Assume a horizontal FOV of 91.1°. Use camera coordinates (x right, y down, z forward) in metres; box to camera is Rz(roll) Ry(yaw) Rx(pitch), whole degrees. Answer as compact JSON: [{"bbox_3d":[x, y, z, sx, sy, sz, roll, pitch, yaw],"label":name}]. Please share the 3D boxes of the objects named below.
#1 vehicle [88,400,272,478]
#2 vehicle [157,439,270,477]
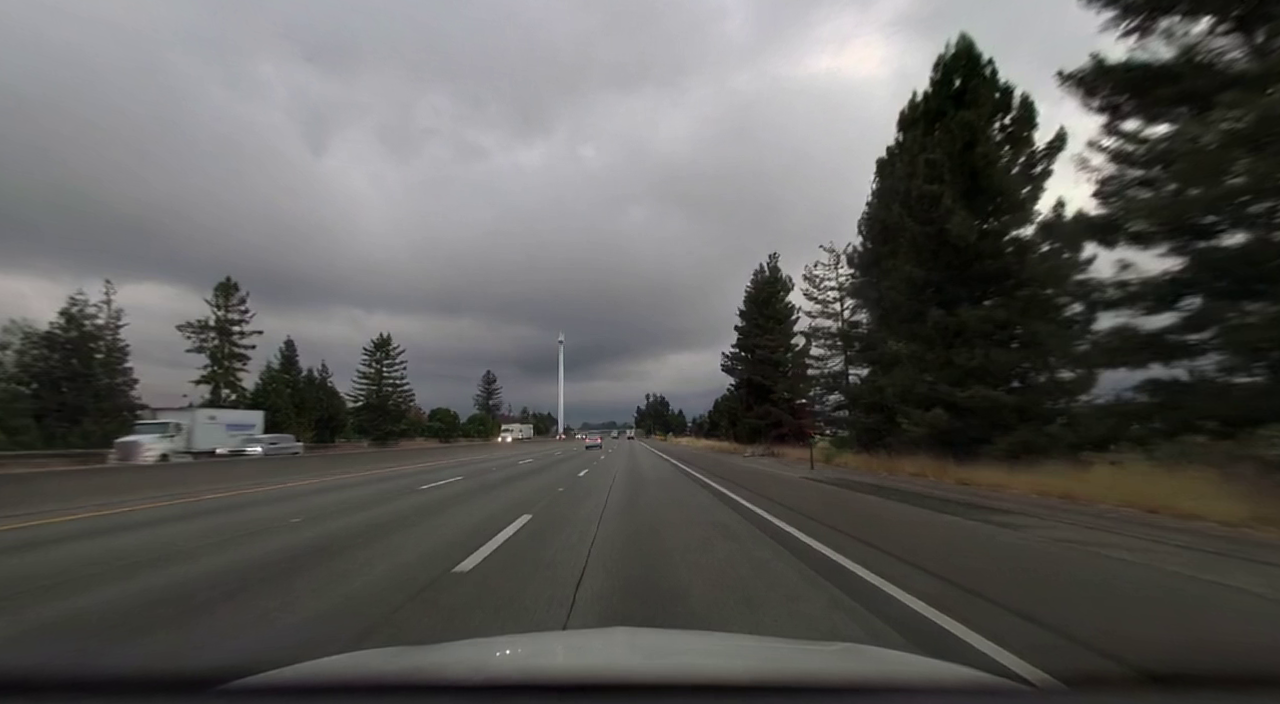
[{"bbox_3d":[-24.518,4.732,34.481,2.981,3.662,9.401,0,-8,0],"label":"vehicle"},{"bbox_3d":[-19.997,4.938,29.767,1.960,1.603,4.842,0,-8,0],"label":"vehicle"}]
